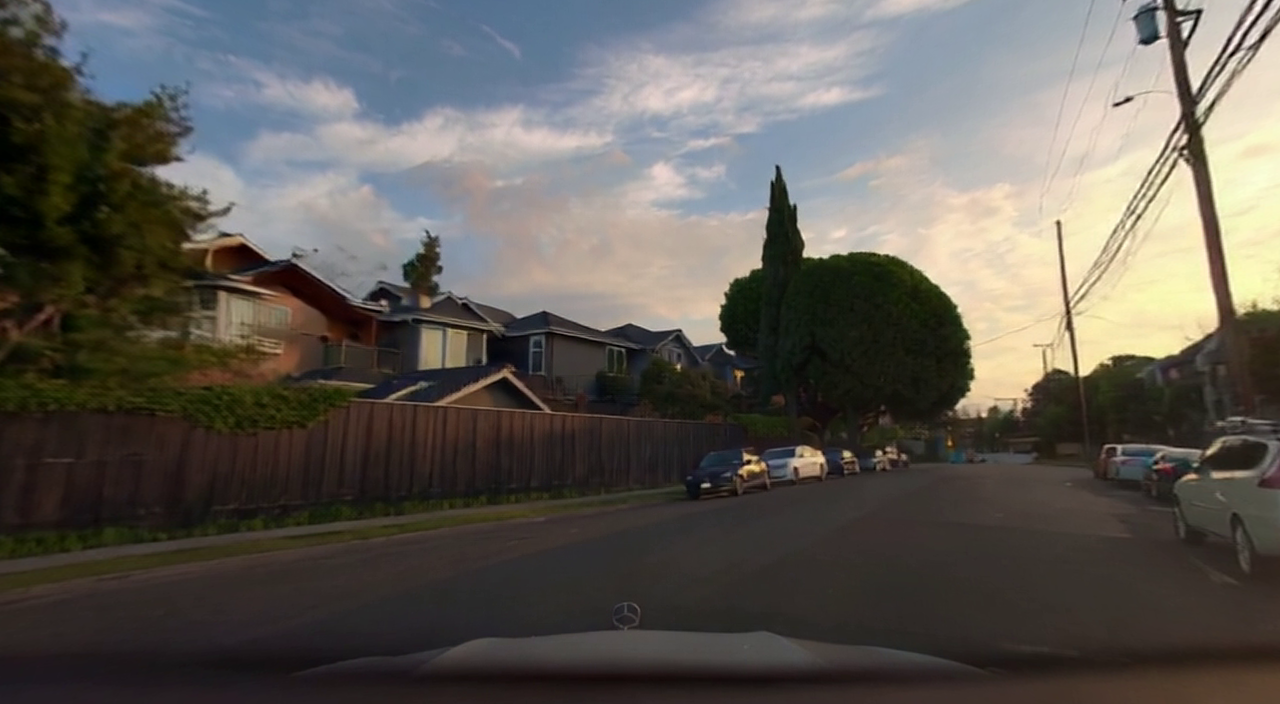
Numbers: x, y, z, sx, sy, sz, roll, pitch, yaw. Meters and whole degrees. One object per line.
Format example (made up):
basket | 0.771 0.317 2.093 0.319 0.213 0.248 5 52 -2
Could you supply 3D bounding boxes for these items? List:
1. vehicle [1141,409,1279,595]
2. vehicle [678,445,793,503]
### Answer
vehicle | 7.854 1.545 7.298 2.439 1.670 4.631 -5 -9 29
vehicle | 3.100 3.672 19.587 1.930 1.478 4.731 -5 -9 29
